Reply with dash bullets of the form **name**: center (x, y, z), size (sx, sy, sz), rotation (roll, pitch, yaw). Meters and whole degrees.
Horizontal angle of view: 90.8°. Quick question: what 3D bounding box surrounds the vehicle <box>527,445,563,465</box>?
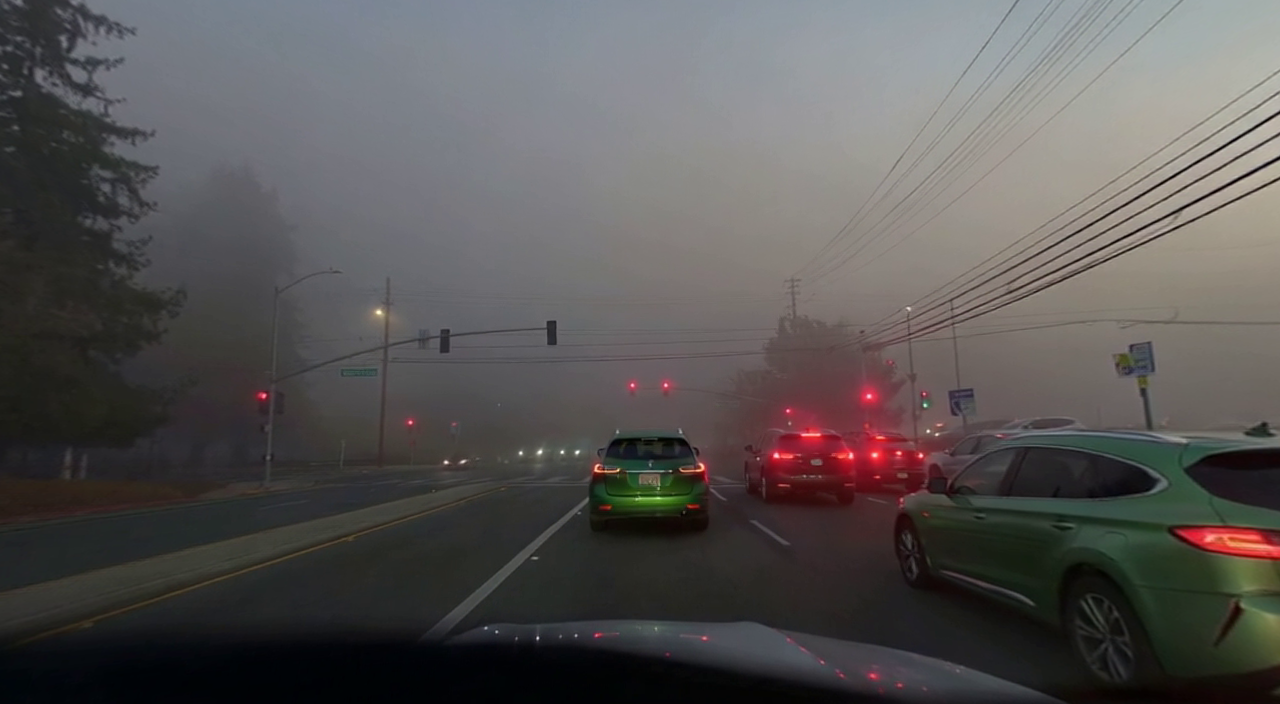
- **vehicle**: center (-7.225, 7.851, 48.450), size (2.057, 1.461, 4.485), rotation (0, -9, 1)

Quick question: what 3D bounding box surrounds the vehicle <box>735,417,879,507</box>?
- **vehicle**: center (3.703, 2.564, 15.070), size (2.060, 1.789, 4.712), rotation (0, -9, -1)

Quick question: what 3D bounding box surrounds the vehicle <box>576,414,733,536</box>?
- **vehicle**: center (0.195, 1.993, 10.753), size (2.149, 1.668, 3.962), rotation (0, -9, 0)

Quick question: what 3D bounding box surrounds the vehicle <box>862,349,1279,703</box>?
- **vehicle**: center (3.306, 1.101, 4.365), size (1.998, 1.620, 4.267), rotation (0, -9, 1)

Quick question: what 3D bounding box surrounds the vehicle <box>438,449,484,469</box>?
- **vehicle**: center (-13.534, 8.092, 48.010), size (2.045, 1.453, 4.624), rotation (0, -9, 1)
